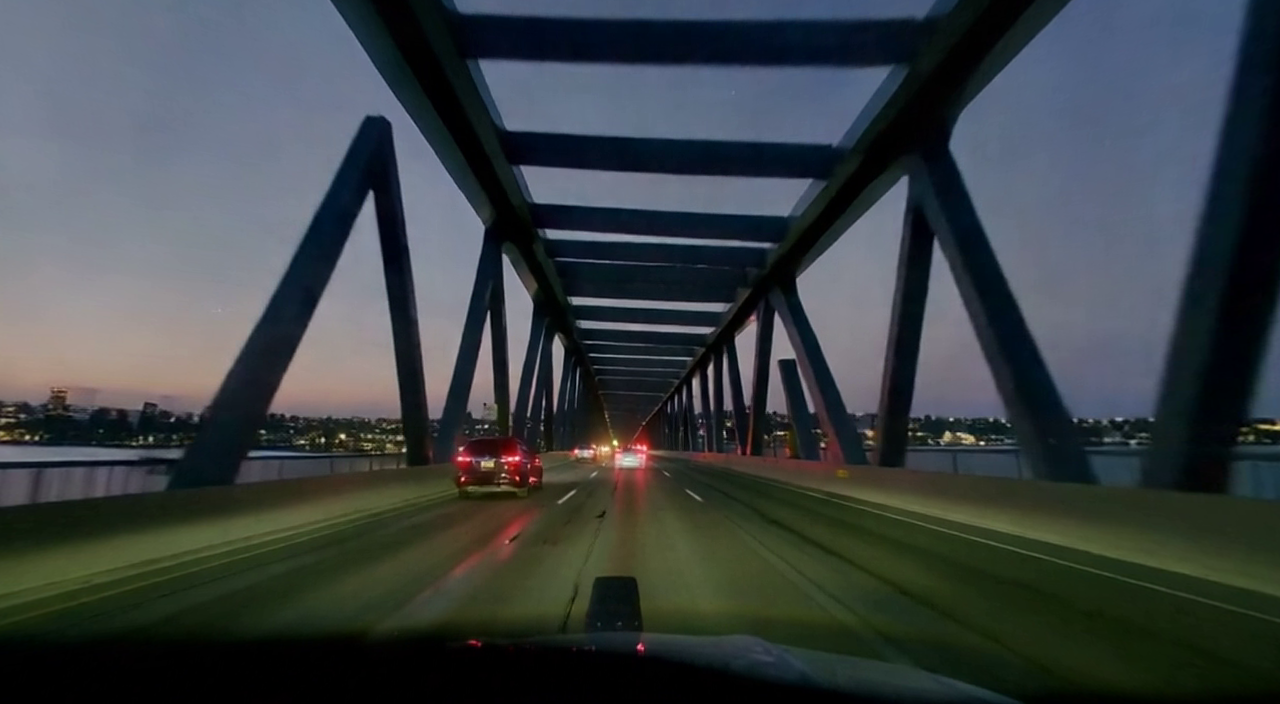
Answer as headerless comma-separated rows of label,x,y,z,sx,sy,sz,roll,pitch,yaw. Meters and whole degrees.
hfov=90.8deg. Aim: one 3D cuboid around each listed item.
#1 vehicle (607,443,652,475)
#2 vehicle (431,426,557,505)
vehicle,-0.530,5.181,30.854,2.048,1.450,3.973,0,-9,-1
vehicle,-3.732,3.007,17.168,2.190,1.807,4.741,0,-9,1
